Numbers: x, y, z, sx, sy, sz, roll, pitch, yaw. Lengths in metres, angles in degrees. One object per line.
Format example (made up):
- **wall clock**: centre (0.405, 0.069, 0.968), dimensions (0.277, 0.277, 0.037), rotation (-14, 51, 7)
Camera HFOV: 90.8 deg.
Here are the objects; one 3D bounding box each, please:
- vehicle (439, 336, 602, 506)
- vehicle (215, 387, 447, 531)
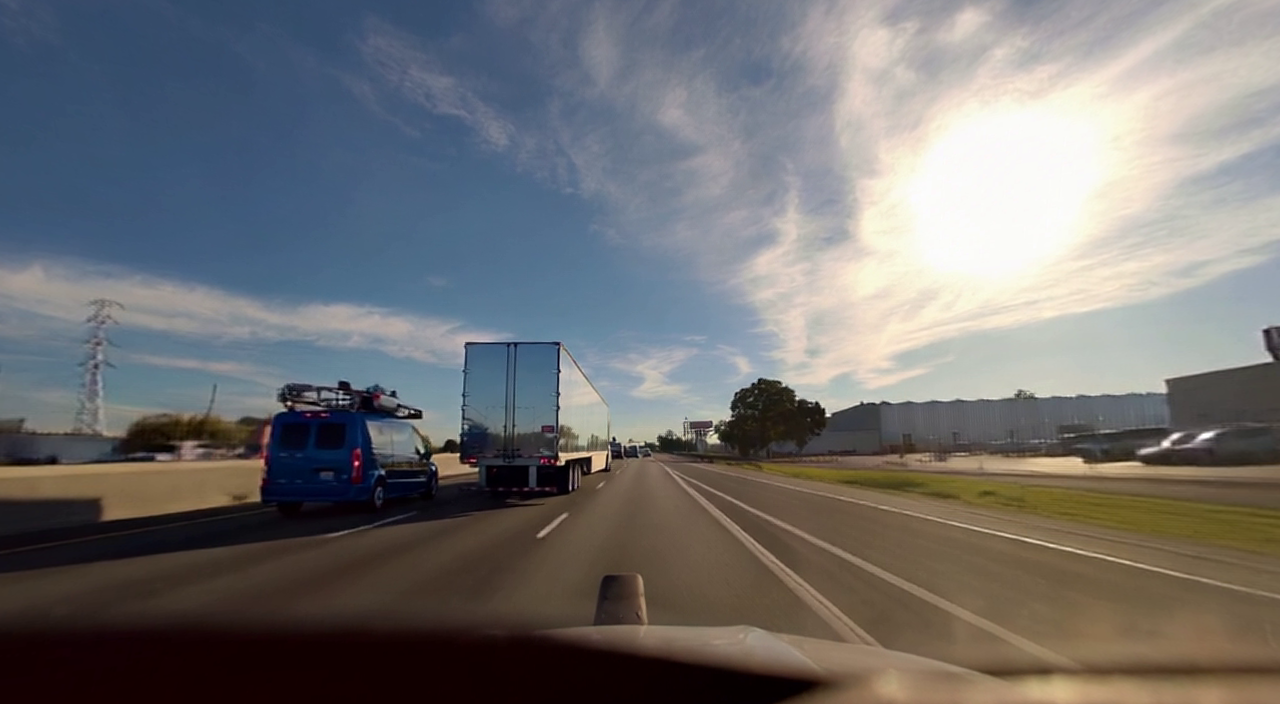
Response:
- **vehicle**: centre (-3.393, 2.897, 23.651), dimensions (2.939, 4.132, 16.303), rotation (1, -9, 0)
- **vehicle**: centre (-6.721, 2.441, 14.905), dimensions (2.385, 2.672, 6.049), rotation (0, -9, 0)
